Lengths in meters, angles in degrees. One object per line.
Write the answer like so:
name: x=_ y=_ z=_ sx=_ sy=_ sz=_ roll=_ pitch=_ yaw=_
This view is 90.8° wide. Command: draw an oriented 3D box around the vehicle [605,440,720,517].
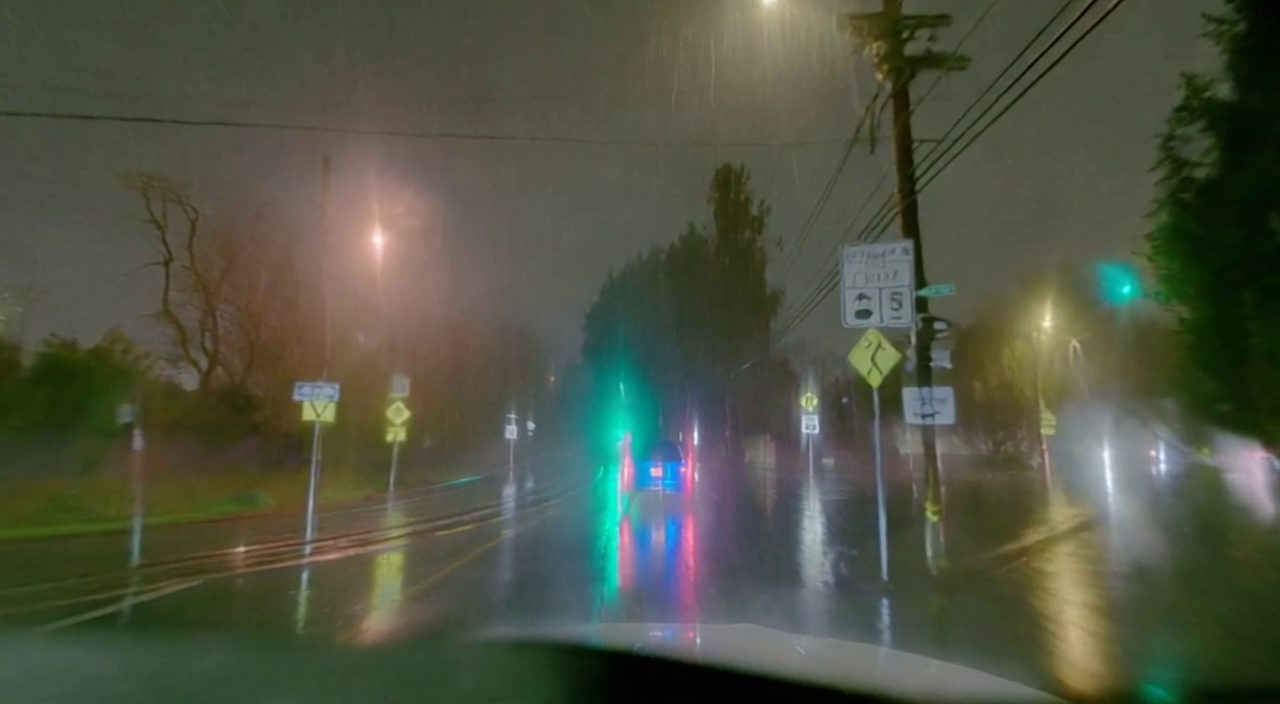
vehicle: x=0.549 y=2.837 z=14.782 sx=2.295 sy=1.510 sz=4.364 roll=0 pitch=-8 yaw=3
